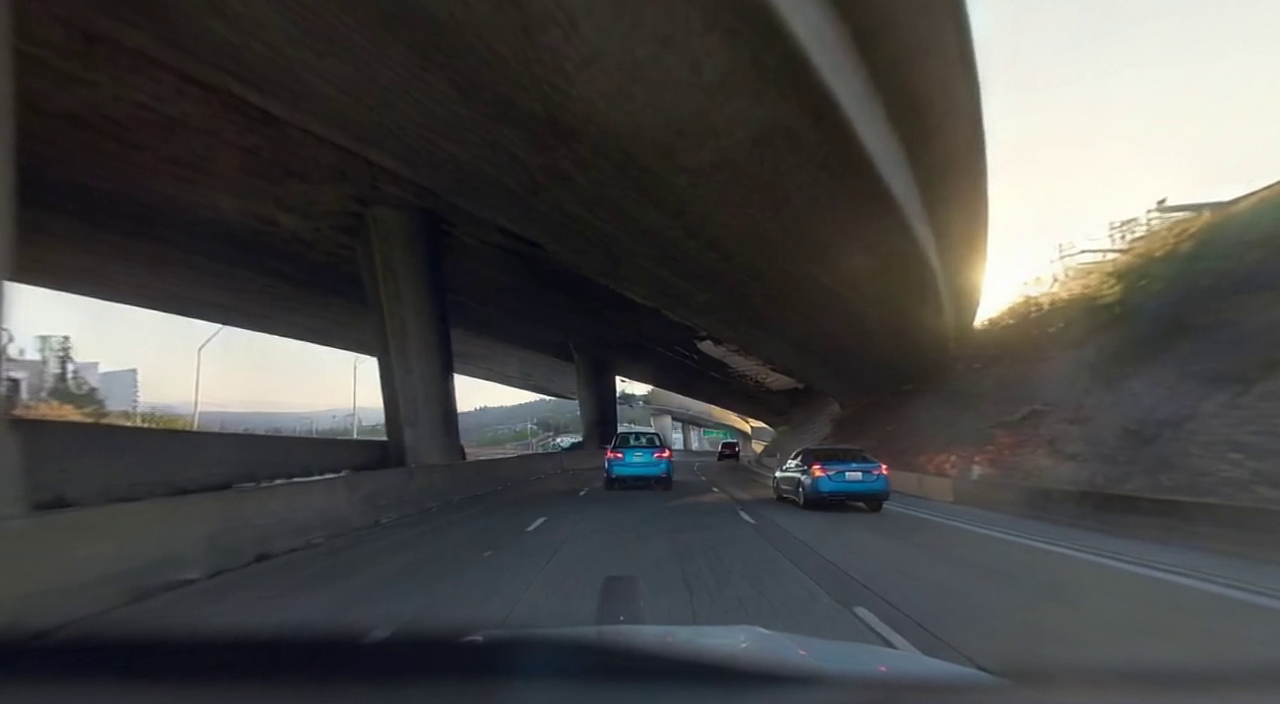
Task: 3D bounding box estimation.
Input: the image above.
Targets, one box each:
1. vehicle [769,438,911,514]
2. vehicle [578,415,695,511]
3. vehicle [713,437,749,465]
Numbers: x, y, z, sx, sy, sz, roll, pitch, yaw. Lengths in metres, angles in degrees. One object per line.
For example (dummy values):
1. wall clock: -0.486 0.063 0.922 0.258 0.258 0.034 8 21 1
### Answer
1. vehicle: 4.424 2.786 14.671 2.047 1.500 4.017 0 -9 1
2. vehicle: 0.019 2.502 14.601 2.264 1.841 4.583 0 -9 2
3. vehicle: 5.911 6.473 41.231 2.047 1.700 4.069 -1 -9 5
